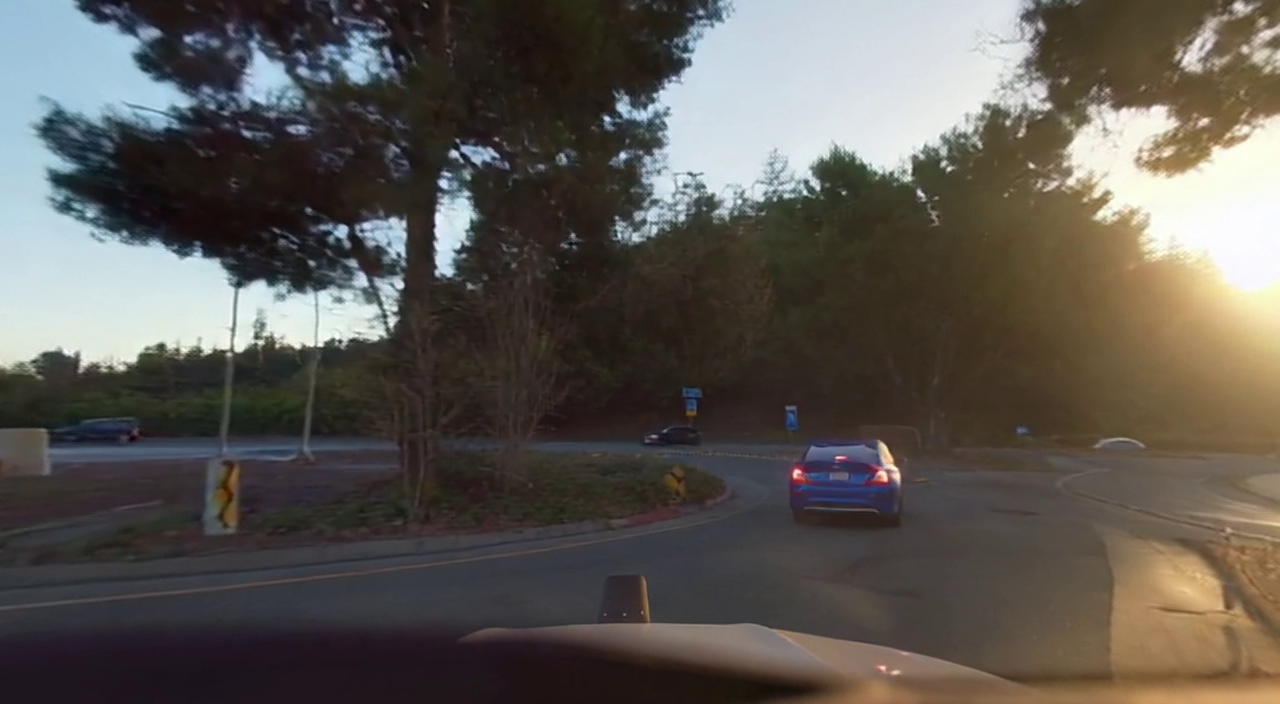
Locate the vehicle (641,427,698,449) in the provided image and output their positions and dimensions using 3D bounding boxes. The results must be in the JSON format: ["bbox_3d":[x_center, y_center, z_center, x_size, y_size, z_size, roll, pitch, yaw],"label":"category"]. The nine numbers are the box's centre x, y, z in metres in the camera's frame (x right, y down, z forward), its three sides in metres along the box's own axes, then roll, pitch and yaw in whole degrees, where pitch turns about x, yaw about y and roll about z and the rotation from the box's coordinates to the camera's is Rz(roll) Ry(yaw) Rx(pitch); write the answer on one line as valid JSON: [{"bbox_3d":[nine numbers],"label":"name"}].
[{"bbox_3d":[2.176,6.429,46.994,4.045,1.569,1.781,1,-9,-7],"label":"vehicle"}]

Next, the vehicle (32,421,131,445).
[{"bbox_3d":[-37.554,5.480,42.483,4.652,1.498,1.783,1,-9,-8],"label":"vehicle"}]

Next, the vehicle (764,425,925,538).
[{"bbox_3d":[3.856,2.229,11.410,2.078,1.607,4.010,-5,-10,27],"label":"vehicle"}]
